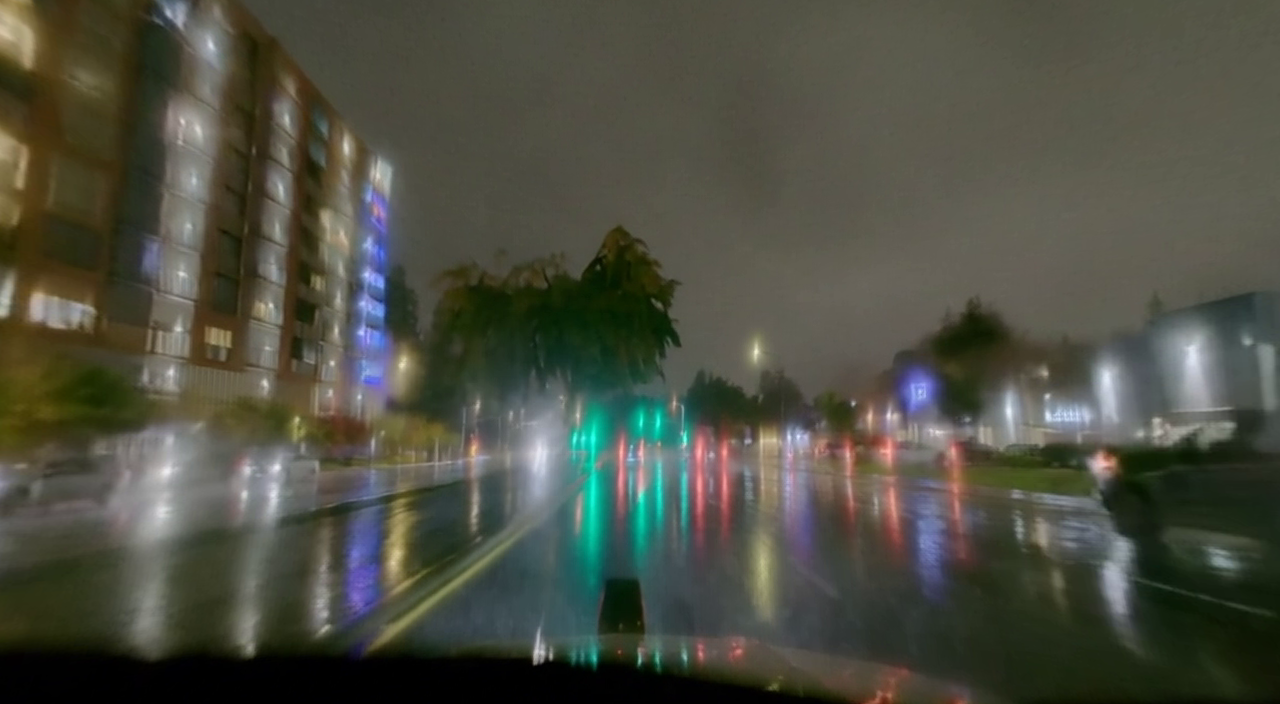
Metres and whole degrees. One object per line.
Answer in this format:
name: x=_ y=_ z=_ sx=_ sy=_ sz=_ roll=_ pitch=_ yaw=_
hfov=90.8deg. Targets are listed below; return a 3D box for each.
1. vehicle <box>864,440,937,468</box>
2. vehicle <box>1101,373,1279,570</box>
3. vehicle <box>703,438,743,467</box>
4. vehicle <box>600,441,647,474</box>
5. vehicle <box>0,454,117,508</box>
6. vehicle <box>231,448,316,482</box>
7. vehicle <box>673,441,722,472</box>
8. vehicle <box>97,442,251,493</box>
vehicle: x=19.862 y=7.781 z=48.464 sx=2.150 sy=1.966 sz=5.027 roll=3 pitch=-9 yaw=-23
vehicle: x=10.232 y=1.537 z=8.048 sx=3.082 sy=2.655 sz=7.381 roll=0 pitch=-8 yaw=0
vehicle: x=6.054 y=7.362 z=46.627 sx=2.052 sy=1.990 sz=4.736 roll=0 pitch=-8 yaw=-2
vehicle: x=-0.796 y=5.001 z=30.187 sx=2.101 sy=1.444 sz=4.248 roll=0 pitch=-8 yaw=-2
vehicle: x=-19.506 y=4.025 z=19.992 sx=1.874 sy=1.483 sz=4.742 roll=0 pitch=-8 yaw=0
vehicle: x=-19.709 y=6.057 z=34.250 sx=2.019 sy=1.687 sz=4.484 roll=0 pitch=-8 yaw=-2
vehicle: x=2.980 y=5.525 z=33.602 sx=1.993 sy=1.477 sz=4.240 roll=0 pitch=-8 yaw=-3
vehicle: x=-19.464 y=4.797 z=26.860 sx=2.241 sy=1.891 sz=5.637 roll=0 pitch=-8 yaw=0
